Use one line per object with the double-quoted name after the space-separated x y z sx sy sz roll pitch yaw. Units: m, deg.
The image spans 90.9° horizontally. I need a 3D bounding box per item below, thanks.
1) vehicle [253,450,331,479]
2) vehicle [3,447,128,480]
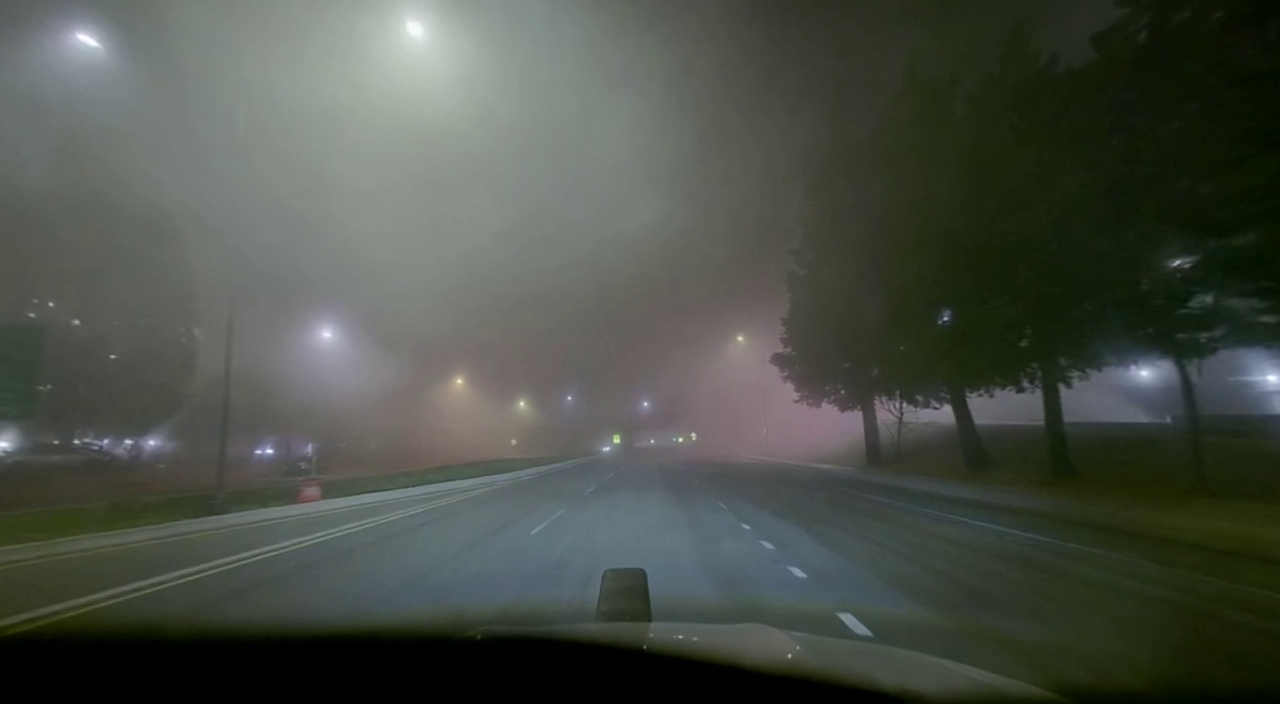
-21.445 6.929 39.146 1.945 1.481 5.005 -3 -8 1 "vehicle"
-30.608 5.911 33.723 1.797 1.621 4.454 -4 -10 30 "vehicle"
